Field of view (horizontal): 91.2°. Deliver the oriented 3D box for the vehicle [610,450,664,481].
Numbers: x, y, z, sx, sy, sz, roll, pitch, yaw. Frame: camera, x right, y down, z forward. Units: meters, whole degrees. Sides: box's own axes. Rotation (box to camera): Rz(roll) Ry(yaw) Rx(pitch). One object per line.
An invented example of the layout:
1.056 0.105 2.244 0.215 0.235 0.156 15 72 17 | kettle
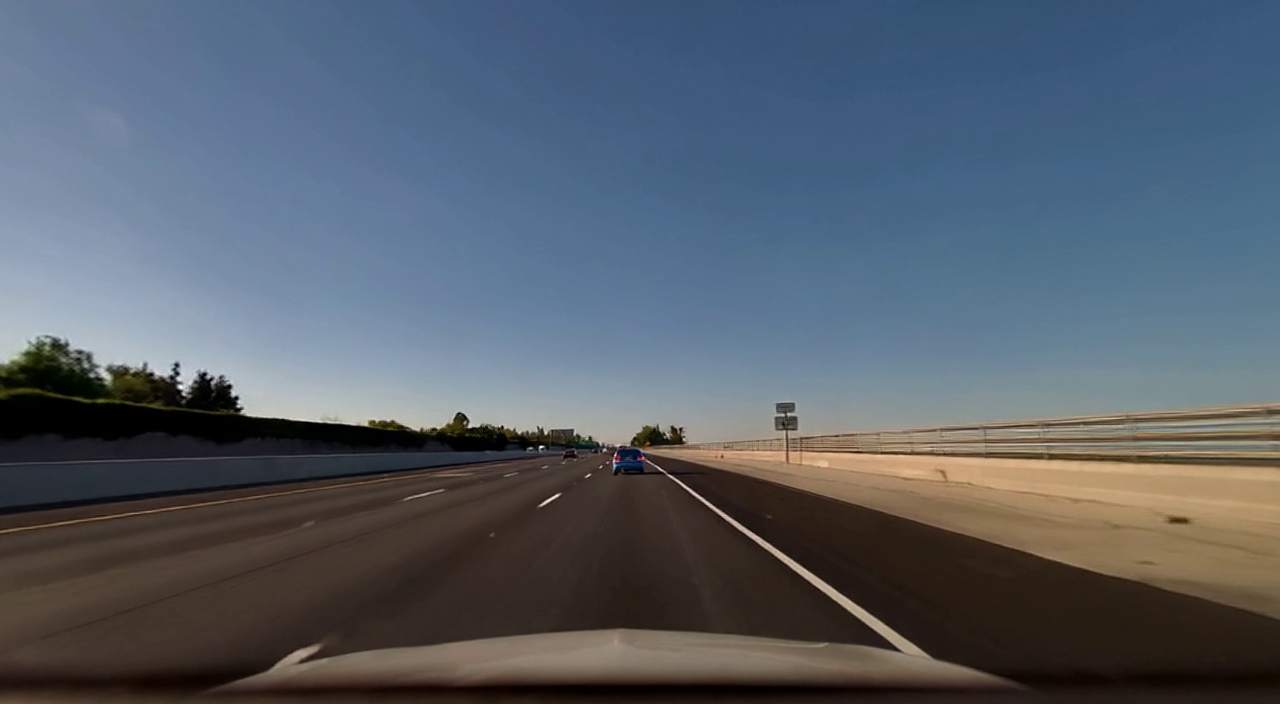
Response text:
-0.265 5.498 30.738 2.398 1.336 5.698 0 -9 -2 | vehicle
